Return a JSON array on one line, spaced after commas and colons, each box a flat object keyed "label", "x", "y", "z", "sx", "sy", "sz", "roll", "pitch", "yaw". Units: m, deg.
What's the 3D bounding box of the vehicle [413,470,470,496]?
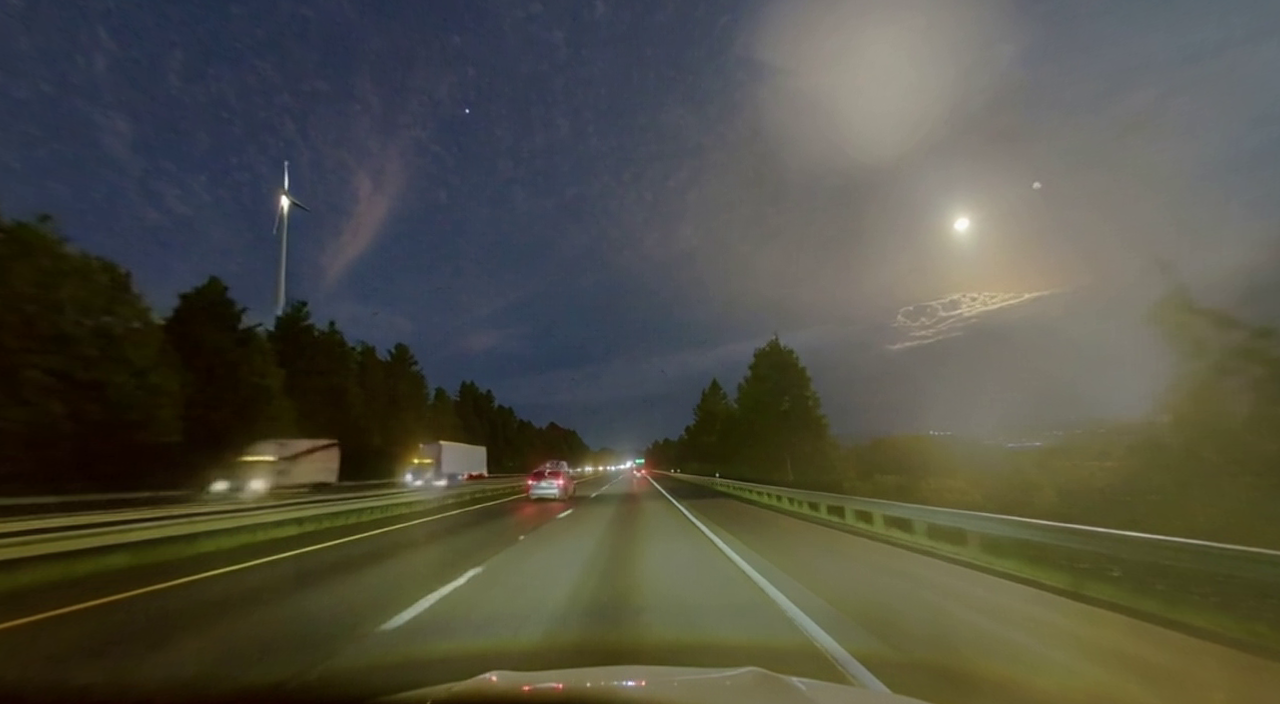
[{"label": "vehicle", "x": -11.868, "y": 7.848, "z": 37.972, "sx": 1.929, "sy": 1.466, "sz": 4.564, "roll": 1, "pitch": -11, "yaw": 0}]

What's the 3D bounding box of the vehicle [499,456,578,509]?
[{"label": "vehicle", "x": -3.574, "y": 4.723, "z": 23.081, "sx": 2.124, "sy": 1.705, "sz": 4.440, "roll": 1, "pitch": -11, "yaw": 0}]

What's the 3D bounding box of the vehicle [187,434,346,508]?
[{"label": "vehicle", "x": -16.379, "y": 5.349, "z": 28.423, "sx": 2.486, "sy": 2.808, "sz": 7.416, "roll": 1, "pitch": -11, "yaw": 1}]
